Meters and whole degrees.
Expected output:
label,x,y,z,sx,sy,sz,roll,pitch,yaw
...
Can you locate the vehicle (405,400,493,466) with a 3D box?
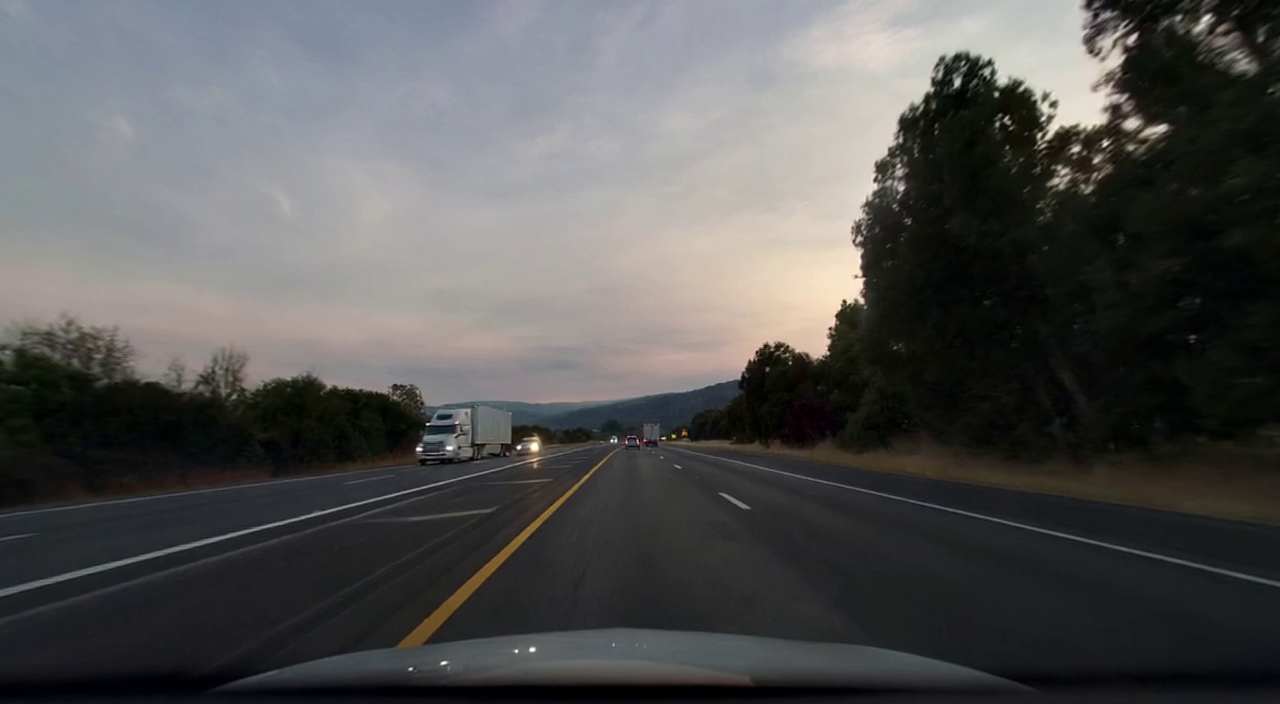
label,x,y,z,sx,sy,sz,roll,pitch,yaw
vehicle,-12.909,5.635,43.669,2.979,3.983,10.131,0,-8,-1
